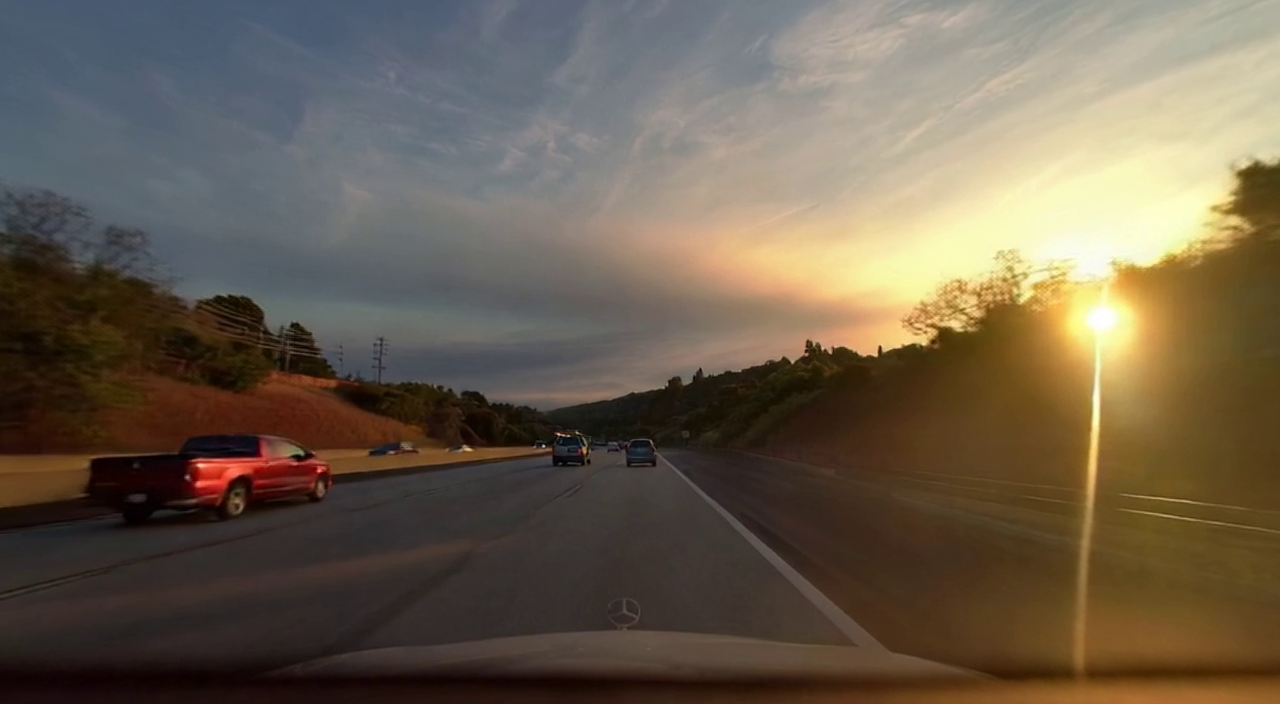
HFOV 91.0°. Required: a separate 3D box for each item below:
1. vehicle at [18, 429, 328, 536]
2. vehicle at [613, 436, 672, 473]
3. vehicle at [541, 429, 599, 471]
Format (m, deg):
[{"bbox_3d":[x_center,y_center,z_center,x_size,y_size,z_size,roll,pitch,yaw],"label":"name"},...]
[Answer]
[{"bbox_3d":[-7.839,2.204,11.301,2.149,1.526,4.361,0,-8,1],"label":"vehicle"},{"bbox_3d":[0.151,5.096,31.601,2.715,1.669,5.163,0,-8,1],"label":"vehicle"},{"bbox_3d":[-3.458,4.987,32.119,2.250,1.947,4.860,0,-8,2],"label":"vehicle"}]
